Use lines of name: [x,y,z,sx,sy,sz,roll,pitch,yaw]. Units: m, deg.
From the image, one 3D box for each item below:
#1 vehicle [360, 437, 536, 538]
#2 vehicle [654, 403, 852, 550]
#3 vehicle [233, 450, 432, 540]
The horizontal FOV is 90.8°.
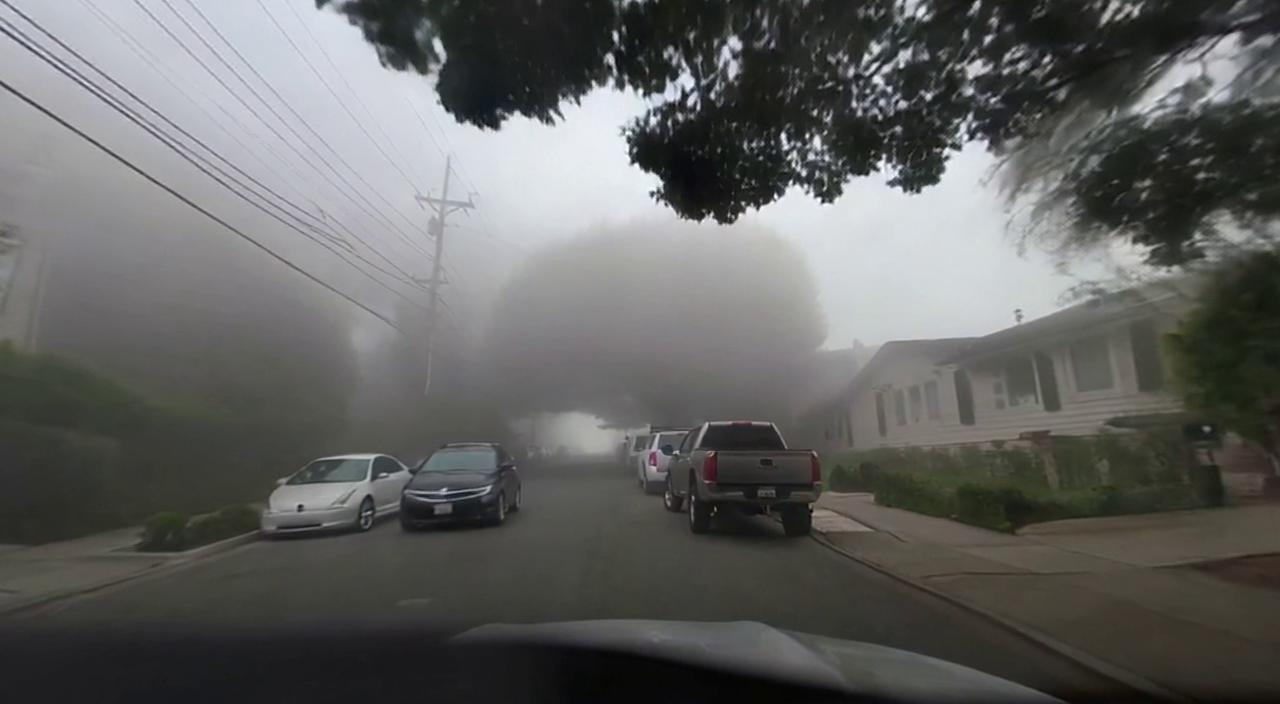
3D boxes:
vehicle: [-3.345,2.440,12.195,2.060,1.525,4.876,0,-8,-2]
vehicle: [1.489,1.898,10.351,2.032,1.839,4.597,0,-8,-5]
vehicle: [-5.852,2.716,12.713,1.932,1.431,4.198,0,-8,-1]
